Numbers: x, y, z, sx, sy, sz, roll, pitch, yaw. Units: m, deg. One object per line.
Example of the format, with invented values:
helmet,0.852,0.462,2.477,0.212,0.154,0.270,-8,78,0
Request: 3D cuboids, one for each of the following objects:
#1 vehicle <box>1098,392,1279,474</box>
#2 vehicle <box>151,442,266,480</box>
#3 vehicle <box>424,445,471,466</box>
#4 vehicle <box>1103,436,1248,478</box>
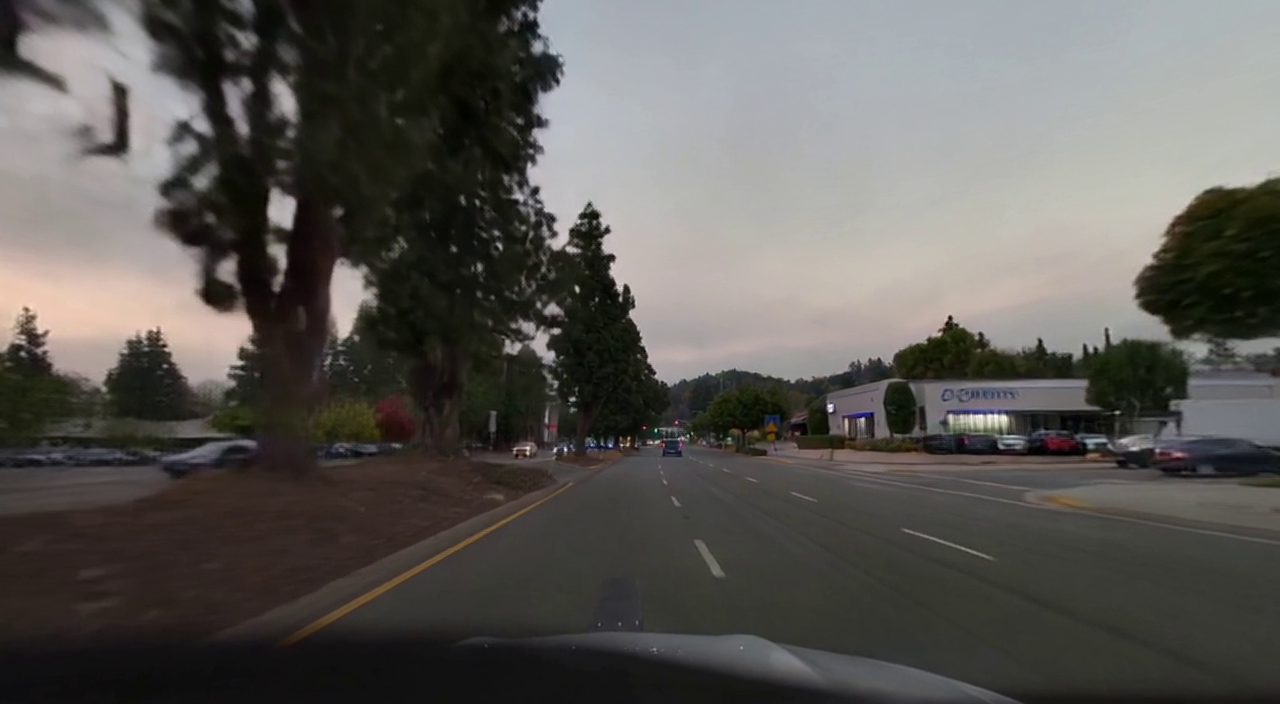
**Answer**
vehicle,29.910,3.986,31.696,11.456,3.682,3.010,-2,-7,-2
vehicle,-18.310,4.632,27.084,1.881,1.507,4.234,0,-9,0
vehicle,-14.354,7.727,47.388,1.967,1.453,4.539,0,-9,2
vehicle,21.666,4.241,25.656,4.319,1.624,1.988,1,-9,-7
